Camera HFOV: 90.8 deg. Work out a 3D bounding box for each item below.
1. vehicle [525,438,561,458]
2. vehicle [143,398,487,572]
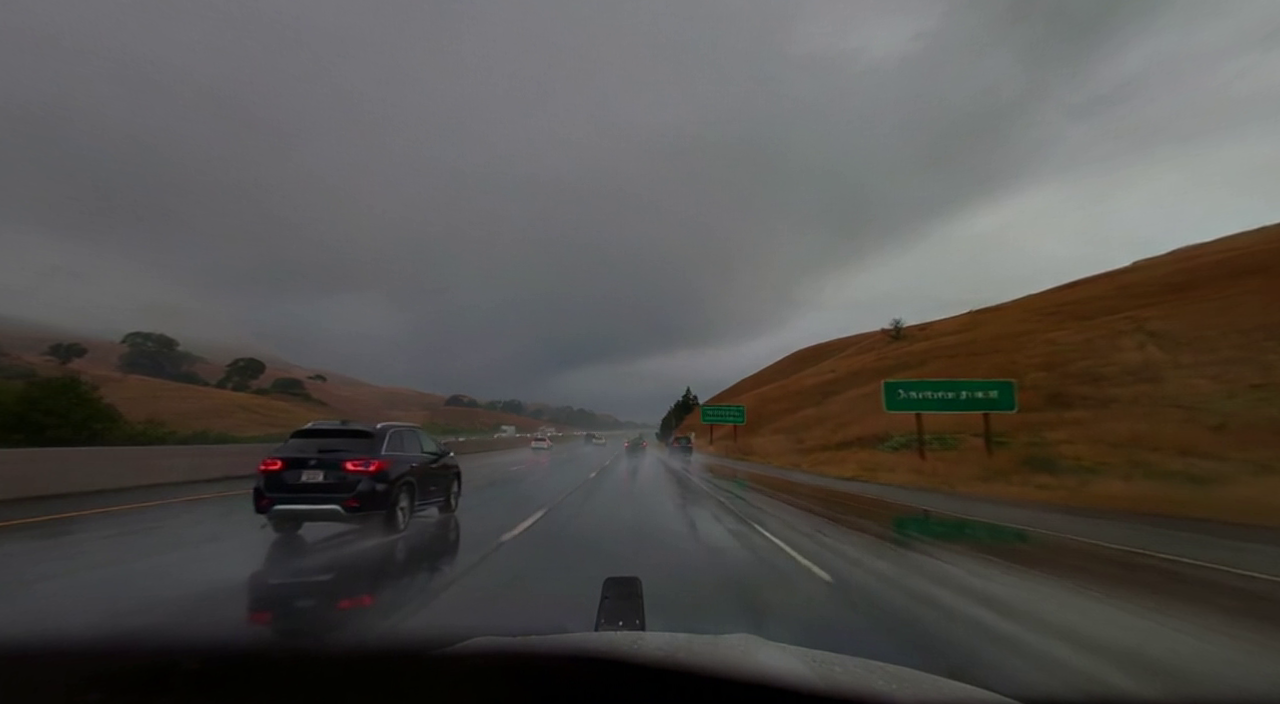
[{"bbox_3d":[-7.450,7.376,48.710,2.020,1.447,4.322,0,-8,1],"label":"vehicle"},{"bbox_3d":[-3.768,1.652,8.606,2.166,1.700,4.661,0,-8,0],"label":"vehicle"}]
